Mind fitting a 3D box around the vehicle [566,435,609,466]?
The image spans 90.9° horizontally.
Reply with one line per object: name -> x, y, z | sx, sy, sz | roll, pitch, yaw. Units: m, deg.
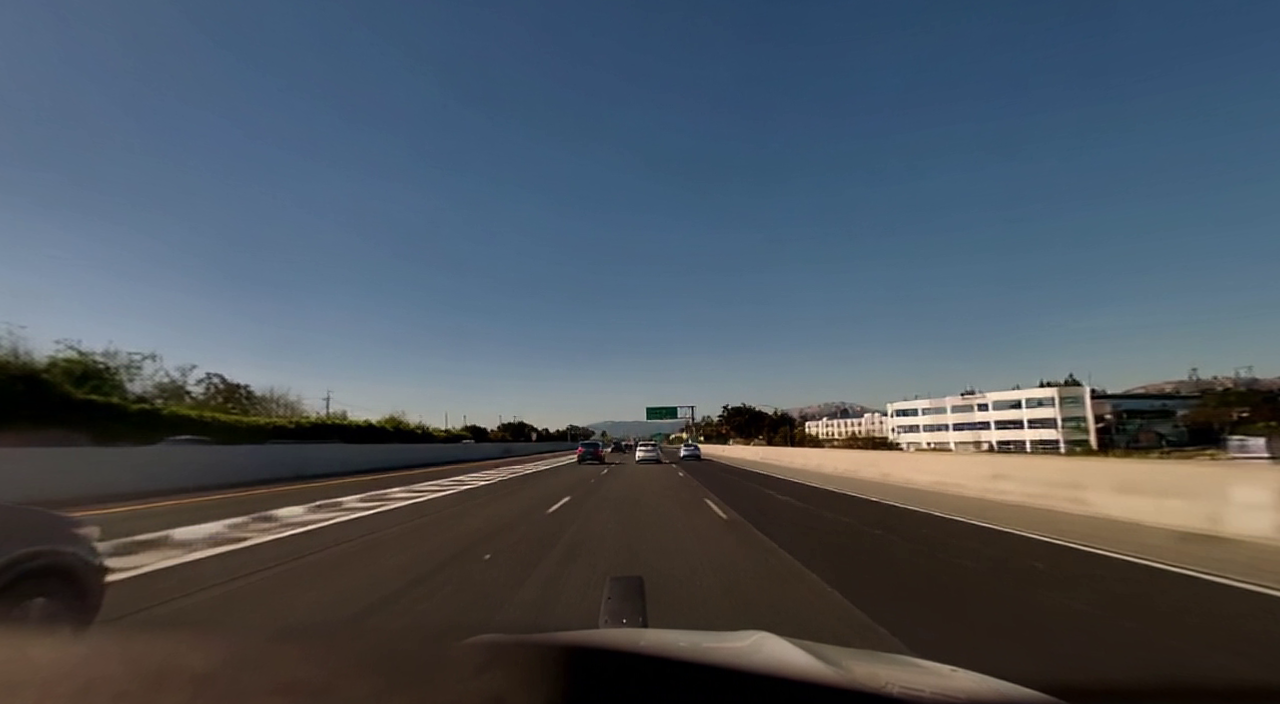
vehicle -> -3.593, 6.861, 44.092 | 2.403, 1.946, 5.623 | 0, -8, 1

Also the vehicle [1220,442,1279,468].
vehicle -> 40.193, 6.710, 41.293 | 4.459, 1.602, 1.987 | 5, -10, -31

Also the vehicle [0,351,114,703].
vehicle -> -3.946, 0.622, 0.973 | 2.239, 1.761, 4.620 | 0, -8, 0

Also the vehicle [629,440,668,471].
vehicle -> 0.433, 5.538, 33.979 | 2.000, 1.558, 3.945 | 0, -8, 0
